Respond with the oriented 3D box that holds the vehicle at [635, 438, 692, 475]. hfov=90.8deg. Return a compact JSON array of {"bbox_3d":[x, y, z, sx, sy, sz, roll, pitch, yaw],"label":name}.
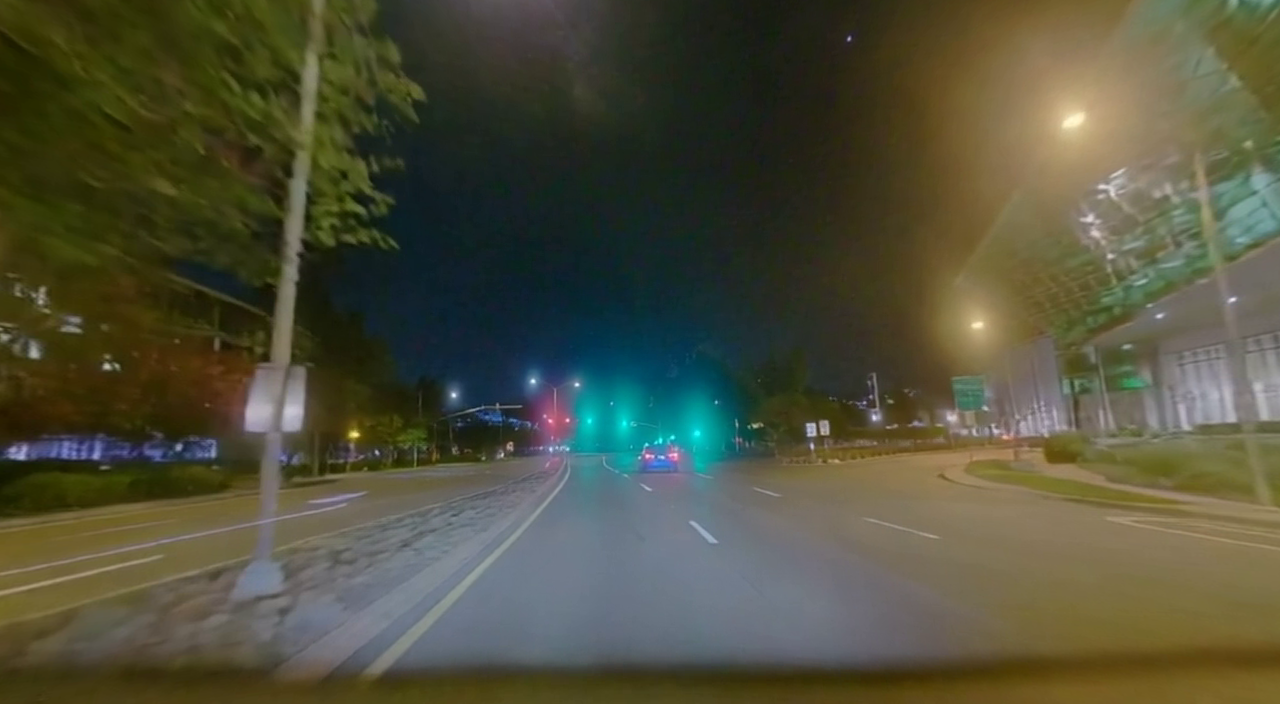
[{"bbox_3d":[1.027,5.034,30.757,2.165,1.633,4.381,0,-8,-6],"label":"vehicle"}]
